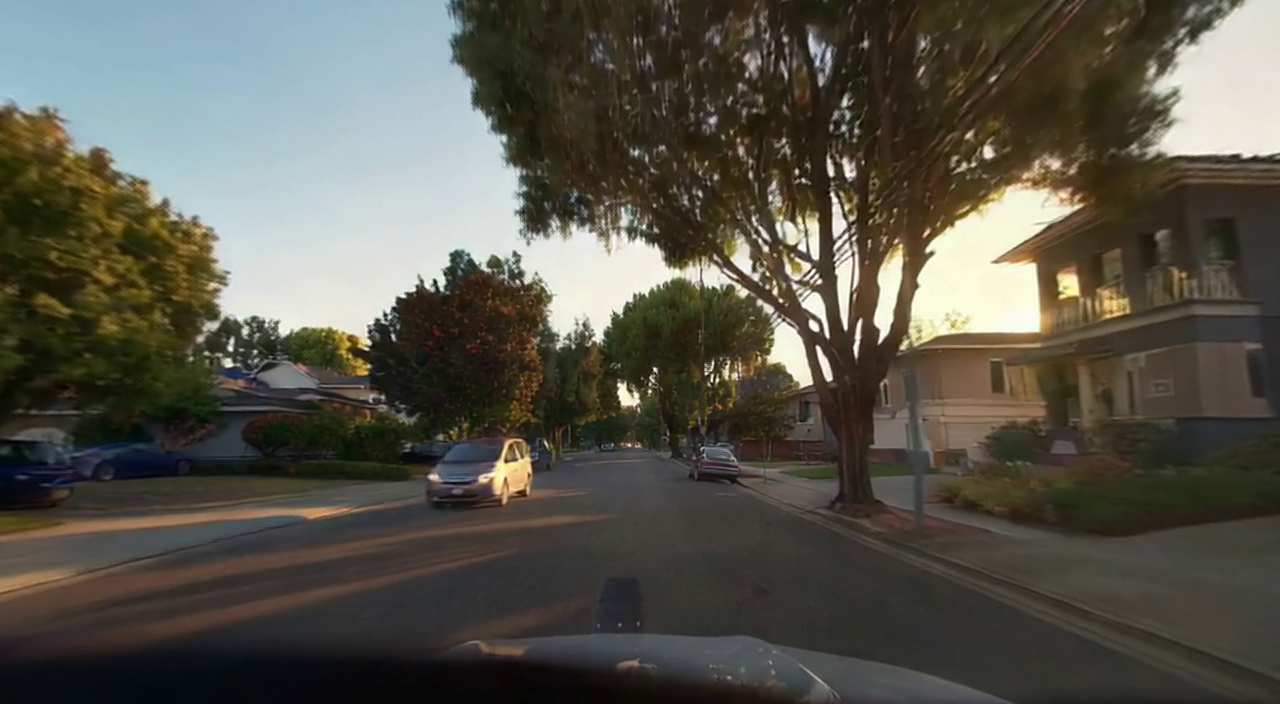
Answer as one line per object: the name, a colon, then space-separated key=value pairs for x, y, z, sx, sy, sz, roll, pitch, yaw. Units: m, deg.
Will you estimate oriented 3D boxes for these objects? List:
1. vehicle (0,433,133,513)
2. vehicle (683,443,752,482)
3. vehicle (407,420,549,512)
vehicle: x=-13.314 y=2.377 z=12.710 sx=4.443 sy=1.475 sz=1.932 roll=1 pitch=-8 yaw=-2
vehicle: x=3.094 y=4.529 z=26.217 sx=1.944 sy=1.439 sz=4.500 roll=1 pitch=-8 yaw=-4
vehicle: x=-3.629 y=2.641 z=15.149 sx=2.032 sy=1.836 sz=4.520 roll=0 pitch=-8 yaw=2
